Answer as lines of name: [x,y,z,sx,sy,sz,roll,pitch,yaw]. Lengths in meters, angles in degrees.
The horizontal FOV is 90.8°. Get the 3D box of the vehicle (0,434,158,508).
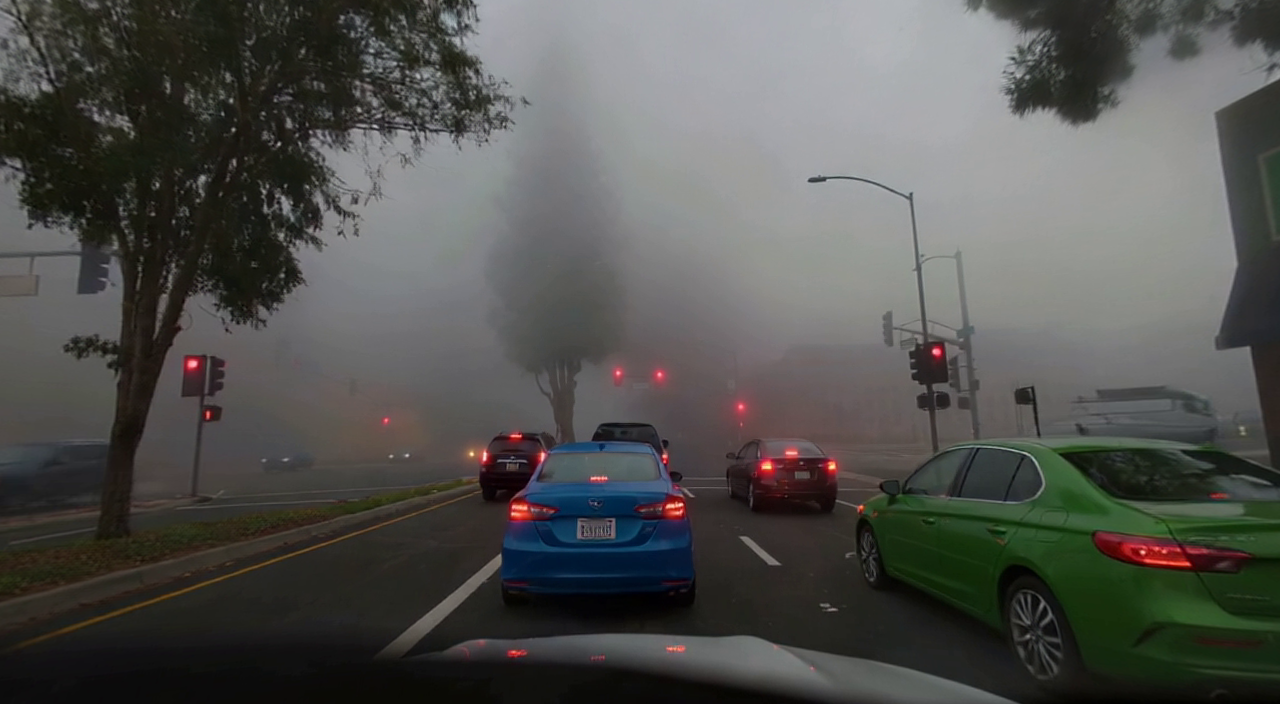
vehicle: [-17.940,3.476,18.943,2.308,1.903,5.813,0,-8,0]

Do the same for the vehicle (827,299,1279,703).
vehicle: [3.578,1.108,5.058,2.572,1.945,5.065,0,-8,0]

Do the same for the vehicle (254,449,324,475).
vehicle: [-22.019,6.877,39.856,1.863,1.496,4.389,0,-8,1]

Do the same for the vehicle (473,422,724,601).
vehicle: [-0.375,1.655,7.409,2.143,1.520,3.848,0,-8,-1]

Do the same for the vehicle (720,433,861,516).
vehicle: [3.152,2.666,14.306,2.026,1.549,4.559,0,-8,-1]
